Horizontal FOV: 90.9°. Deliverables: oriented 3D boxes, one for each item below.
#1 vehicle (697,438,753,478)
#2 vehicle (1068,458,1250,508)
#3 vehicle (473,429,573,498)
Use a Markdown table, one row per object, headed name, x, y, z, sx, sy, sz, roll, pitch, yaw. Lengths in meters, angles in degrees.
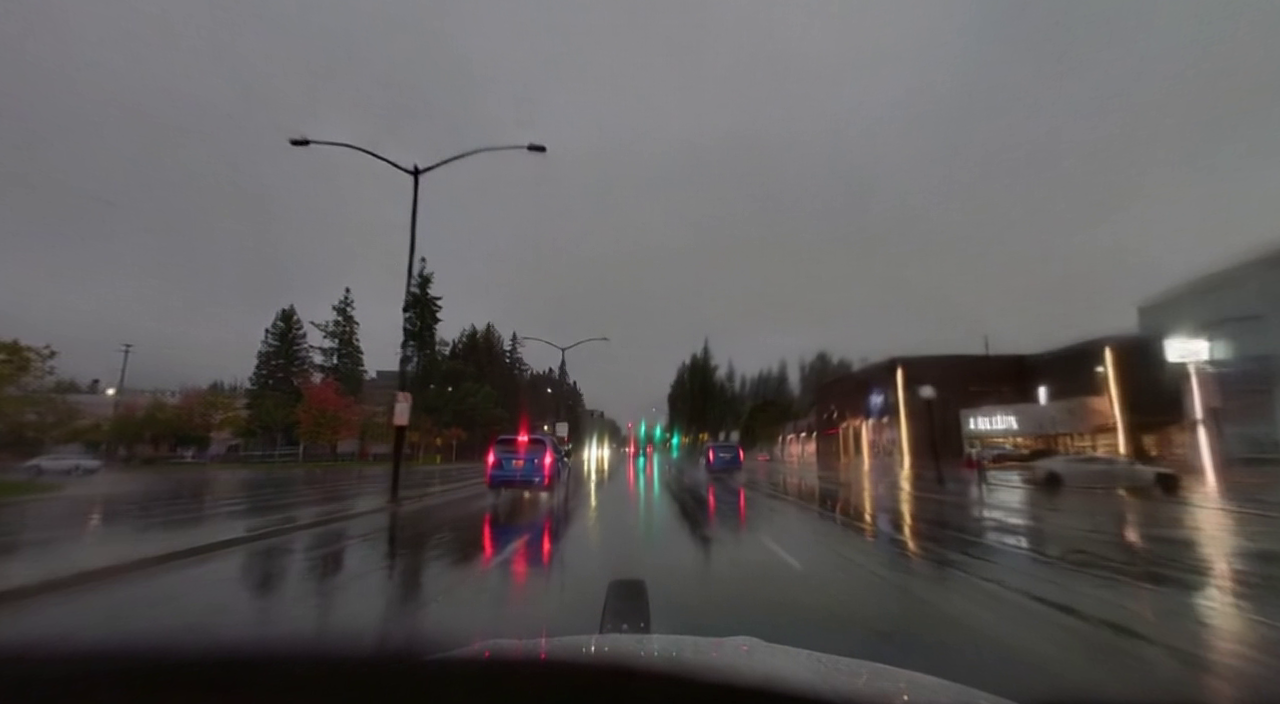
| name | x | y | z | sx | sy | sz | roll | pitch | yaw |
| --- | --- | --- | --- | --- | --- | --- | --- | --- | --- |
| vehicle | 4.086 | 5.167 | 30.958 | 2.083 | 1.779 | 4.347 | 1 | -9 | -1 |
| vehicle | 16.477 | 4.147 | 20.163 | 4.211 | 1.443 | 1.819 | 1 | -9 | -1 |
| vehicle | -3.356 | 3.313 | 19.016 | 2.047 | 1.810 | 4.414 | 0 | -9 | 1 |
